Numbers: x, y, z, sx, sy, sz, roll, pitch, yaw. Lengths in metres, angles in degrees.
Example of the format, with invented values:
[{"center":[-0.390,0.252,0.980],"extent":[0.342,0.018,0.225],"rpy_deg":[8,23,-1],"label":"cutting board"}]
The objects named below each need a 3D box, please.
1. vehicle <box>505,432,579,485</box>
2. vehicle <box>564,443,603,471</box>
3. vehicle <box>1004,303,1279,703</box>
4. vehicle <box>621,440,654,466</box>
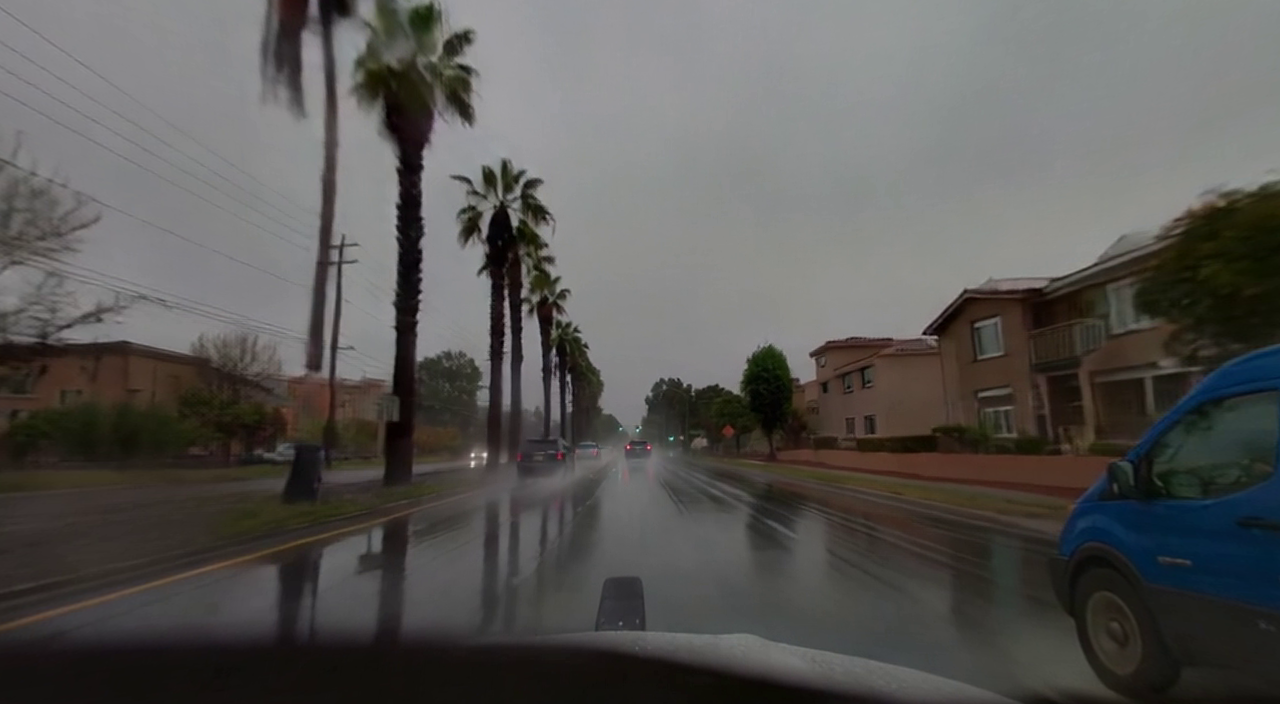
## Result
[{"center":[-3.409,3.801,22.709],"extent":[1.967,1.703,4.157],"rpy_deg":[0,-9,0],"label":"vehicle"},{"center":[-3.068,5.812,35.096],"extent":[1.869,1.454,4.142],"rpy_deg":[0,-9,-1],"label":"vehicle"},{"center":[3.752,0.681,2.028],"extent":[2.234,1.912,4.847],"rpy_deg":[0,-9,0],"label":"vehicle"},{"center":[-0.201,7.033,44.068],"extent":[2.191,1.761,3.857],"rpy_deg":[0,-9,-2],"label":"vehicle"}]
